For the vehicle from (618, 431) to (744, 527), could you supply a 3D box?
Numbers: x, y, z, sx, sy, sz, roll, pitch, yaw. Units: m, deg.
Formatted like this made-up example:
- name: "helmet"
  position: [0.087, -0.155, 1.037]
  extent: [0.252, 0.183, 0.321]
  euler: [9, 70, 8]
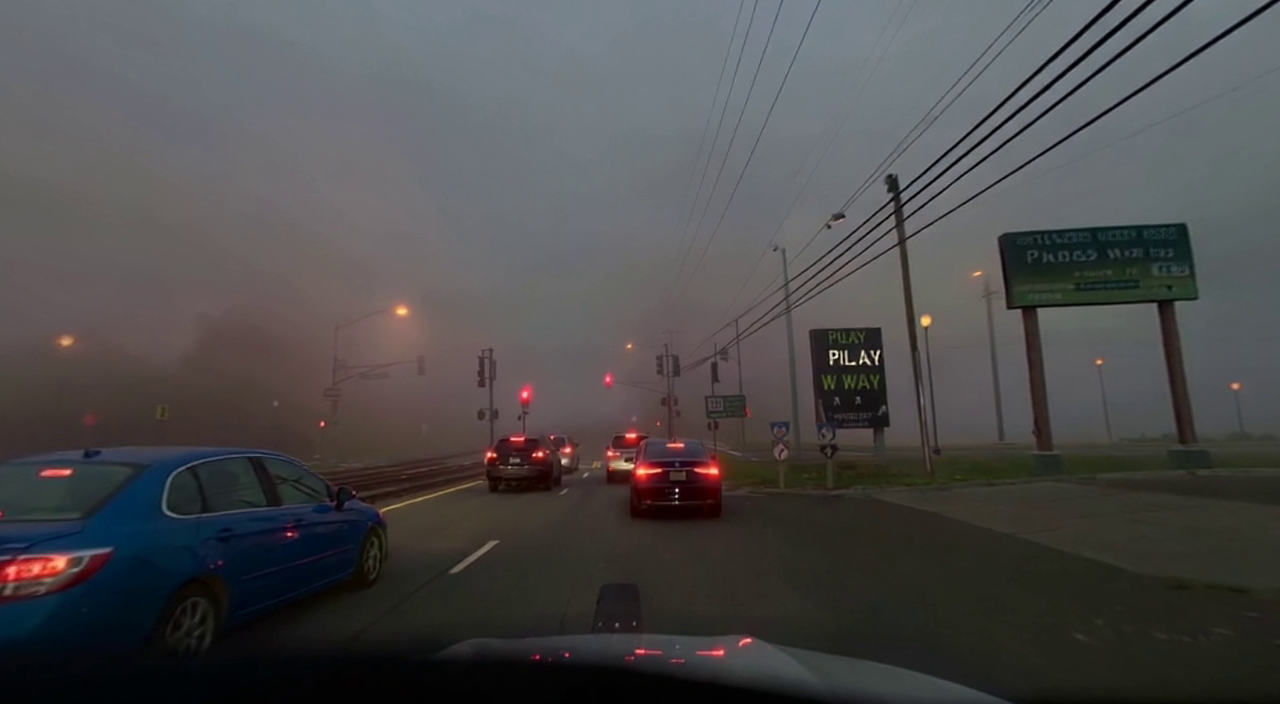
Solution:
- name: "vehicle"
  position: [0.592, 2.352, 12.195]
  extent: [1.998, 1.529, 3.960]
  euler: [0, -9, -2]

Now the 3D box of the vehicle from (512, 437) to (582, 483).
- name: "vehicle"
  position: [-3.261, 3.894, 22.950]
  extent: [1.984, 1.505, 4.047]
  euler: [0, -9, -1]

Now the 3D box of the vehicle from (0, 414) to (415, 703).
- name: "vehicle"
  position: [-3.591, 1.359, 5.010]
  extent: [1.956, 1.468, 4.585]
  euler: [0, -9, 0]
